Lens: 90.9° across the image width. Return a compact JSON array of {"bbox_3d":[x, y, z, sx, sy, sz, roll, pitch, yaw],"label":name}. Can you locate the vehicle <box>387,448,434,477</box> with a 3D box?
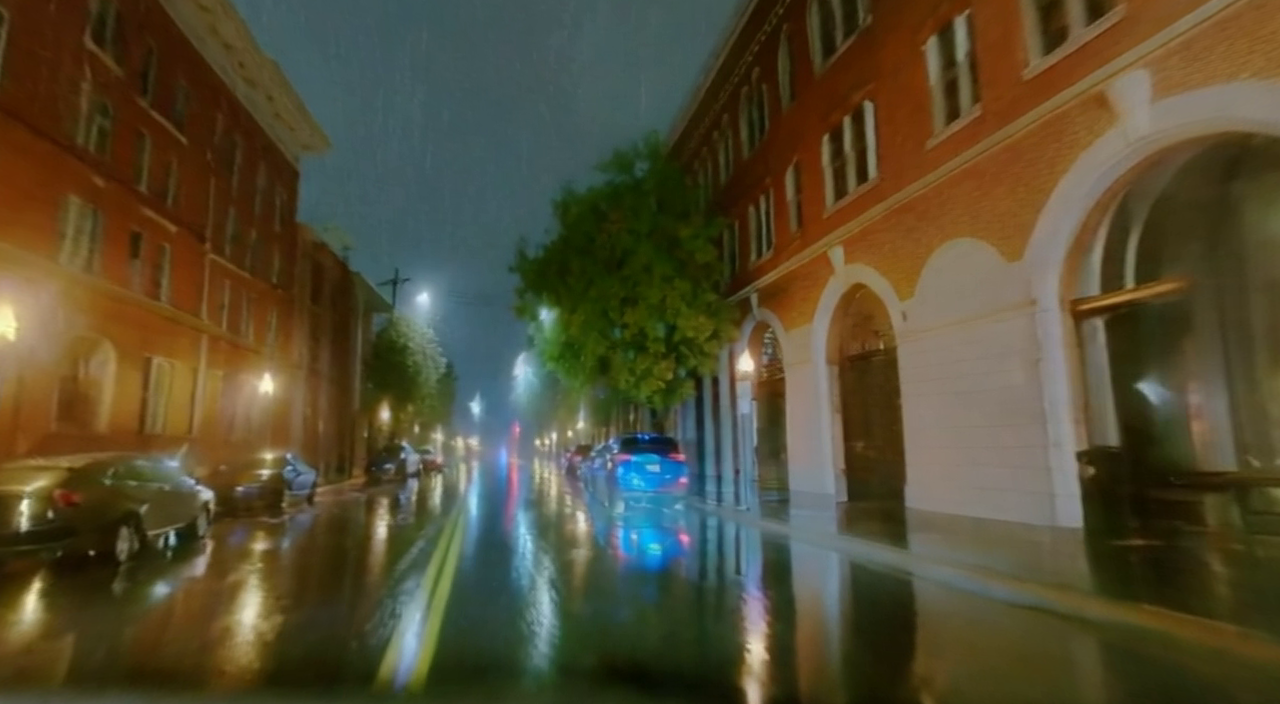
[{"bbox_3d":[-13.414,6.442,37.022,1.934,1.478,4.180,1,-8,-11],"label":"vehicle"}]

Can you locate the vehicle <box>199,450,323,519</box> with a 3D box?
[{"bbox_3d":[-9.605,3.317,16.286,1.631,1.459,3.489,0,-8,-12],"label":"vehicle"}]

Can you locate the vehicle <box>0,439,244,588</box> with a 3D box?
[{"bbox_3d":[-8.314,2.236,9.793,2.186,1.705,5.078,2,-8,-15],"label":"vehicle"}]

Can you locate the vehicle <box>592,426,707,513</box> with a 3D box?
[{"bbox_3d":[0.040,2.806,15.597,1.953,1.804,4.518,1,-9,-11],"label":"vehicle"}]
